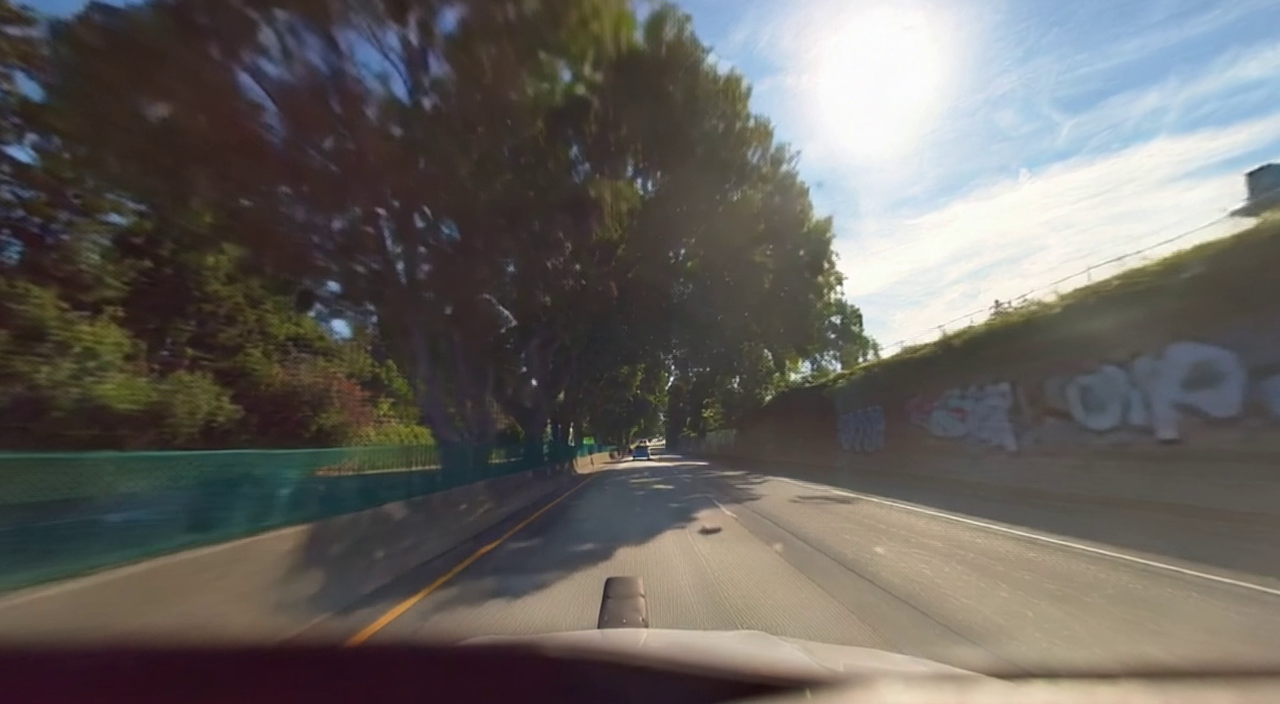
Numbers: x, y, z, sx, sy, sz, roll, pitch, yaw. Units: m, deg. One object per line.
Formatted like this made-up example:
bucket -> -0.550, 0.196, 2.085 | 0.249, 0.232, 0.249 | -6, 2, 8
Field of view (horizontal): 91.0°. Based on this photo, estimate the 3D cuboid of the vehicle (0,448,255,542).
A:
vehicle -> -10.324, 2.812, 13.094 | 1.933, 1.599, 4.198 | 0, -8, 0
